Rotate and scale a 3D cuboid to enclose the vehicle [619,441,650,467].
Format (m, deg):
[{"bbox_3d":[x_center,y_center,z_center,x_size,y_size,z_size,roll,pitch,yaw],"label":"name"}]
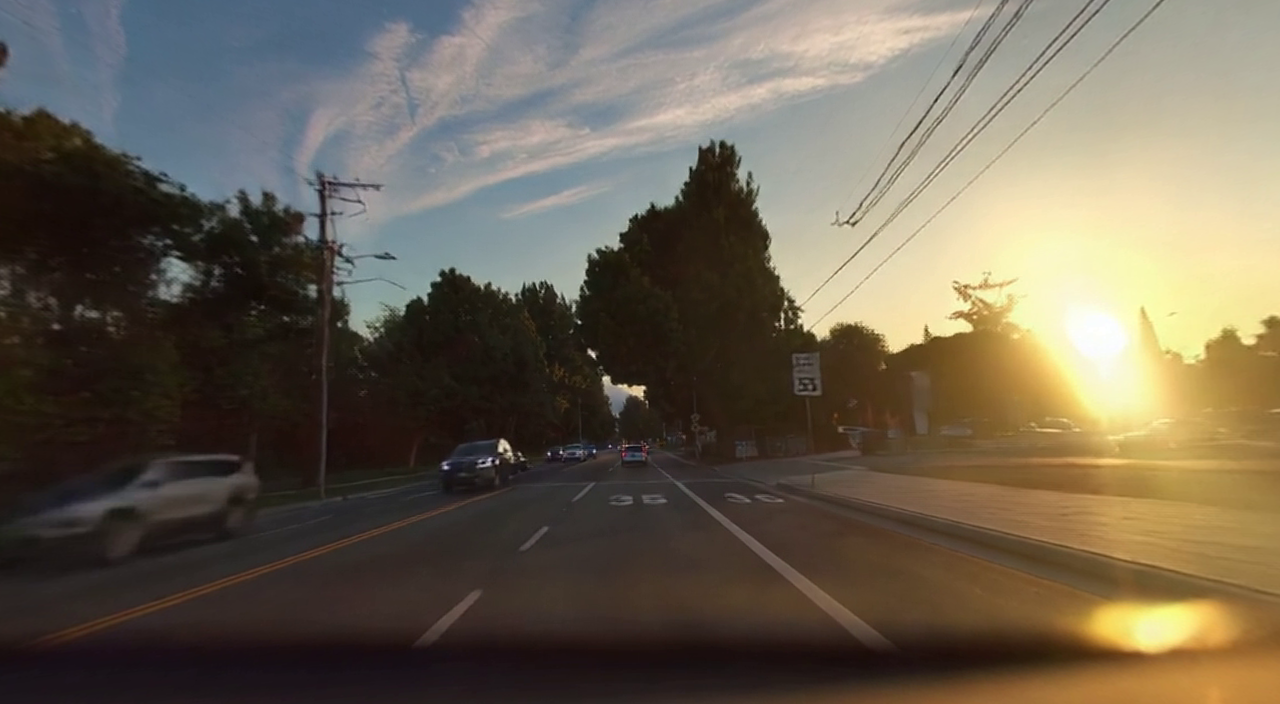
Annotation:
[{"bbox_3d":[-0.403,7.398,45.957,2.163,1.746,4.073,0,-8,-1],"label":"vehicle"}]

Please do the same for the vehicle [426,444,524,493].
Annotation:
[{"bbox_3d":[-6.365,4.533,25.200,2.305,1.685,5.690,-1,-8,1],"label":"vehicle"}]

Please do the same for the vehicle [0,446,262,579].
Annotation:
[{"bbox_3d":[-8.972,2.527,10.917,1.988,1.744,4.687,-1,-8,0],"label":"vehicle"}]
